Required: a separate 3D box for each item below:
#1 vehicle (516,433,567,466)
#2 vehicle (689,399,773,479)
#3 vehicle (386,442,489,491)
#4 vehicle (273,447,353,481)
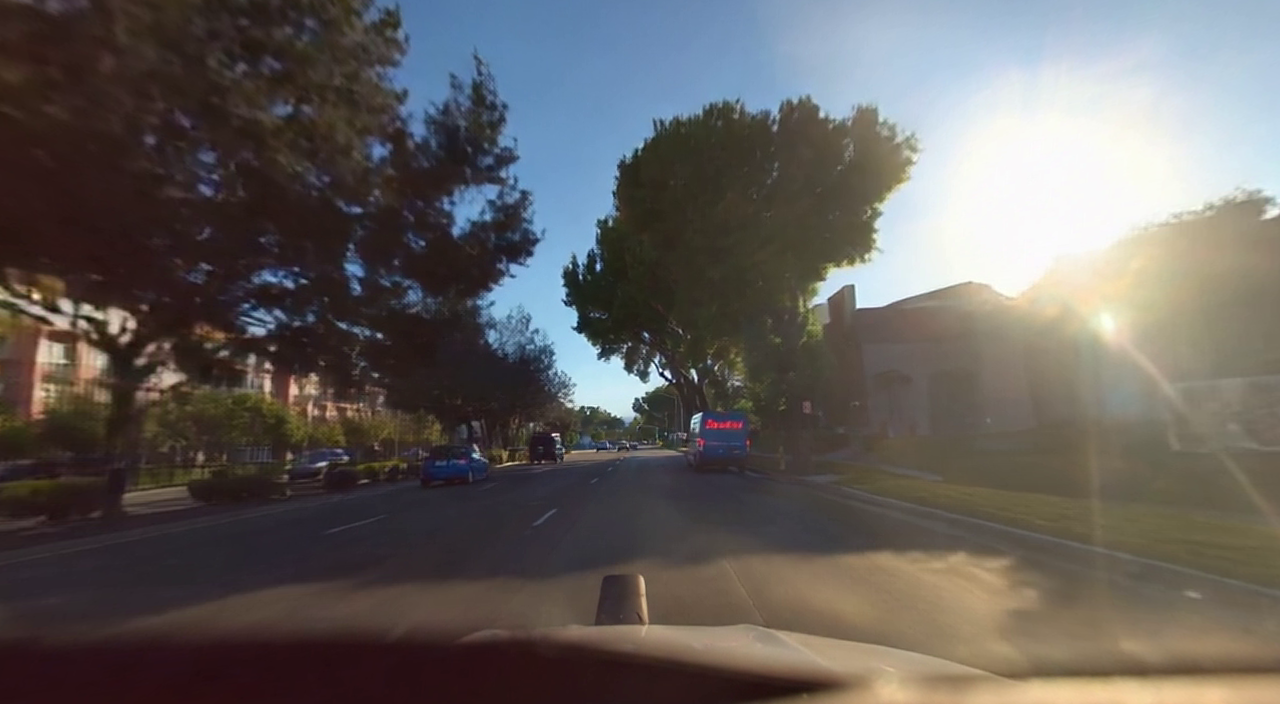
[{"bbox_3d":[-6.396,6.438,41.772,2.332,2.039,5.678,0,-9,1],"label":"vehicle"},{"bbox_3d":[3.632,3.667,26.401,2.791,3.026,4.668,0,-9,0],"label":"vehicle"},{"bbox_3d":[-6.708,3.821,21.485,1.970,1.456,4.441,0,-9,1],"label":"vehicle"},{"bbox_3d":[-17.817,6.105,34.700,1.945,1.702,4.438,0,-9,1],"label":"vehicle"}]
